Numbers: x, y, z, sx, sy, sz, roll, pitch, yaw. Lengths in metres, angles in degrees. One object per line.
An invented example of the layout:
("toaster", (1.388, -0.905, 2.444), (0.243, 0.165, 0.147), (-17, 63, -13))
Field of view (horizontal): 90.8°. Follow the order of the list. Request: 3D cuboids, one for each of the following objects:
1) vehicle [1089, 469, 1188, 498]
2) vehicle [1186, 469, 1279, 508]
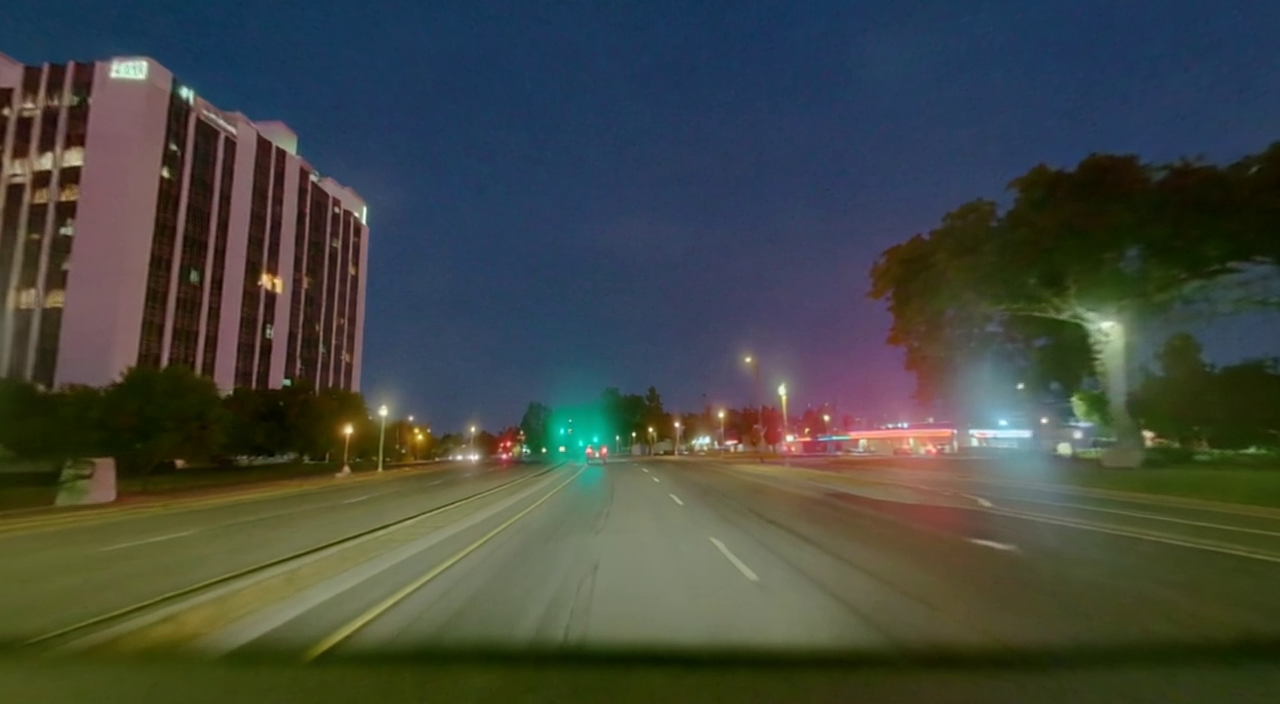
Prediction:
("vehicle", (31.158, 8.214, 39.567), (4.391, 1.683, 1.945), (-1, -9, 3))
("vehicle", (30.541, 6.728, 31.227), (4.999, 1.747, 2.000), (-1, -9, 4))
